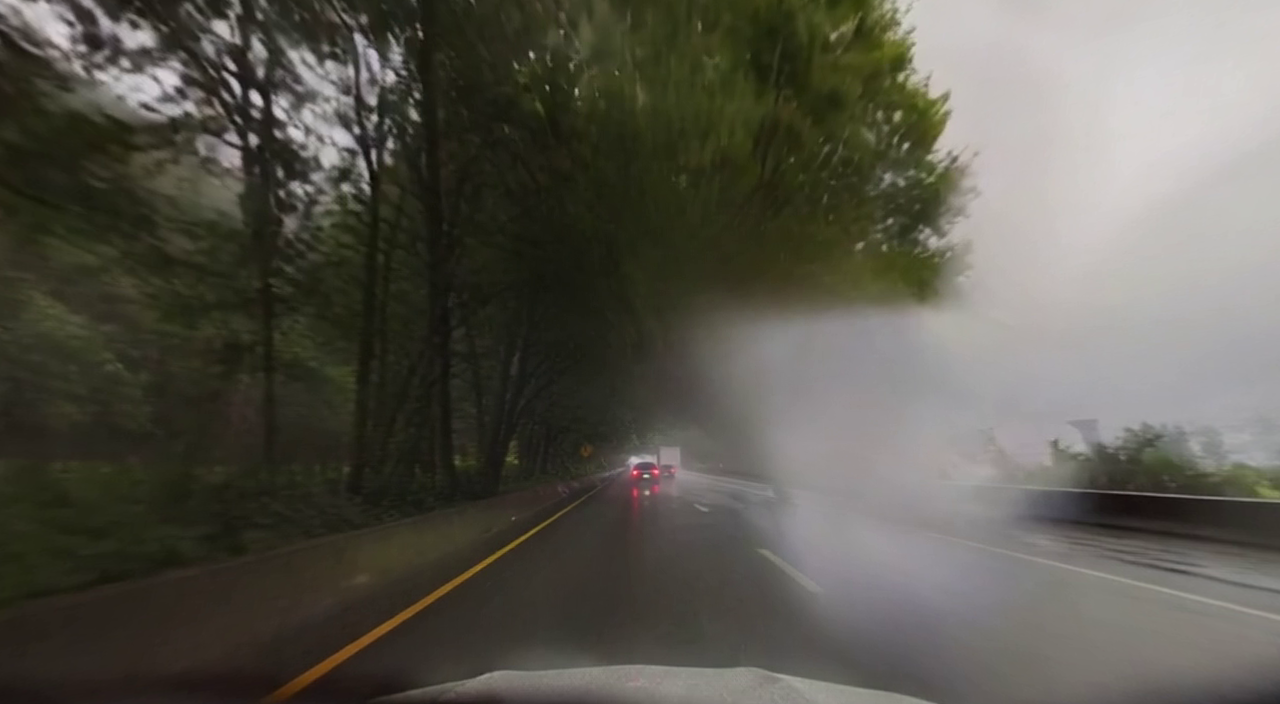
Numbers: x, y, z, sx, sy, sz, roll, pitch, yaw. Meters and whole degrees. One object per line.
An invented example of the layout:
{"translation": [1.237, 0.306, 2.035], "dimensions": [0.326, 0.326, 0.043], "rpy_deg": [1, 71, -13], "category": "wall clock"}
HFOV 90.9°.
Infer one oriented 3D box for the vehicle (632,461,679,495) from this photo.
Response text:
{"translation": [0.679, 6.007, 30.204], "dimensions": [1.976, 1.467, 3.783], "rpy_deg": [1, -10, -2], "category": "vehicle"}
